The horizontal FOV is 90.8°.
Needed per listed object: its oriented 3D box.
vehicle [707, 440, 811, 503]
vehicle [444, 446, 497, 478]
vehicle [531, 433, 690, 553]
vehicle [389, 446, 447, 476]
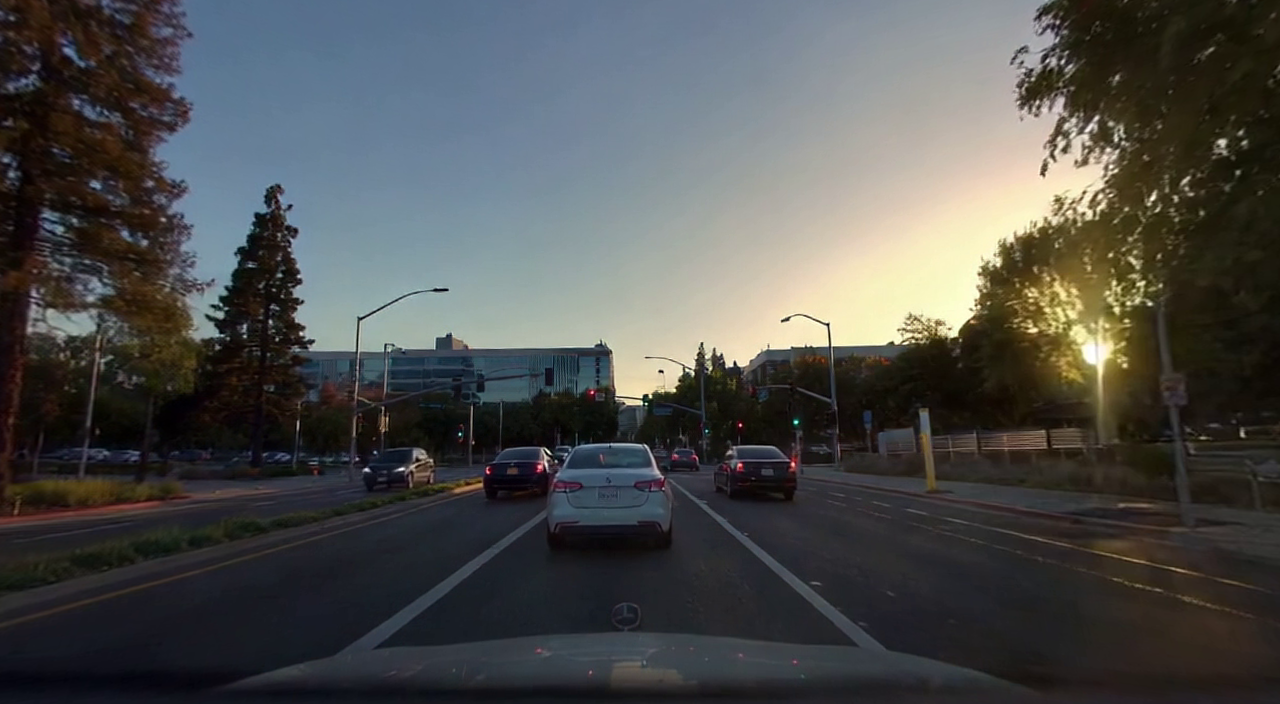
[{"bbox_3d":[3.108,3.201,17.395,1.910,1.474,4.263,0,-9,-2],"label":"vehicle"},{"bbox_3d":[-8.772,5.710,33.053,1.824,1.513,4.254,0,-9,-3],"label":"vehicle"},{"bbox_3d":[-0.415,2.049,9.811,2.006,1.487,3.535,0,-9,-1],"label":"vehicle"},{"bbox_3d":[-13.420,6.592,38.432,1.985,1.689,4.461,0,-9,-2],"label":"vehicle"}]
